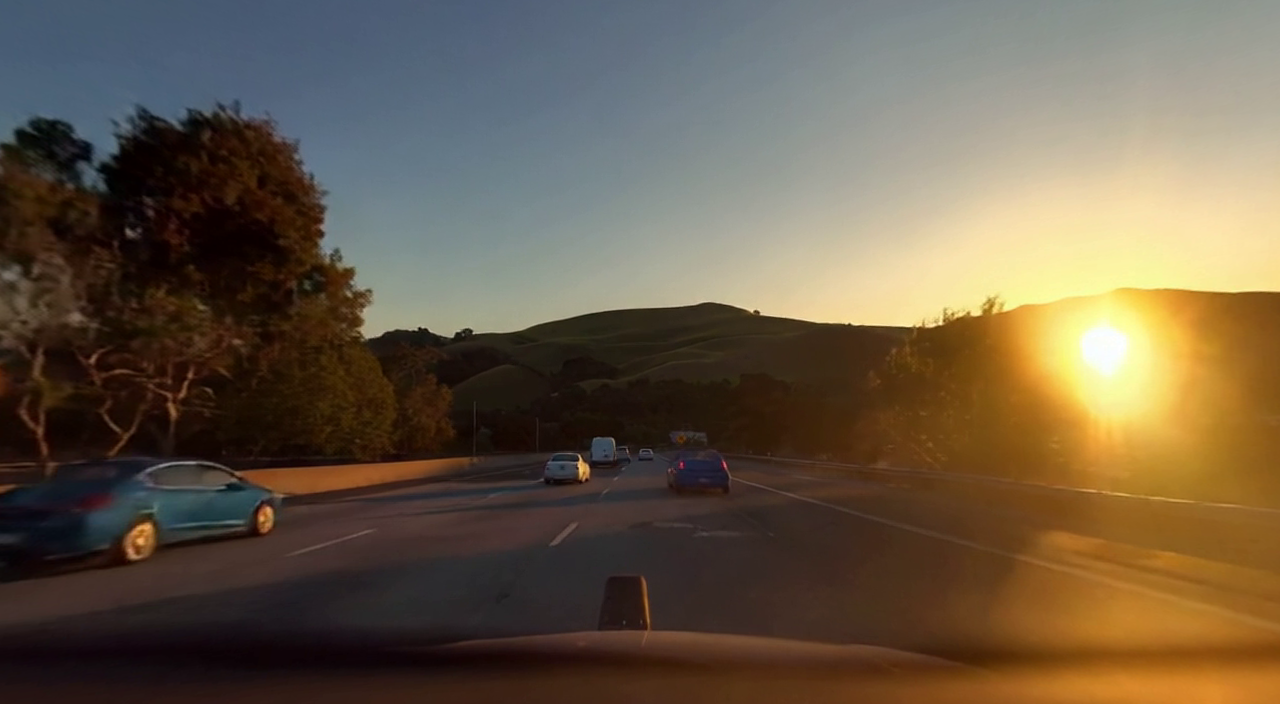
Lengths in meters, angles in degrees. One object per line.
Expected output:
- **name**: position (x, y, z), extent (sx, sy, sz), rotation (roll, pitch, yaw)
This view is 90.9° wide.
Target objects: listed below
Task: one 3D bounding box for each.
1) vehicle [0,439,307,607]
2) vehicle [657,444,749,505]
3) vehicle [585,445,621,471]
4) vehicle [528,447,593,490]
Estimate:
- **vehicle**: position (-6.633, 1.920, 8.170), extent (2.012, 1.504, 4.729), rotation (0, -8, 1)
- **vehicle**: position (1.627, 3.379, 17.931), extent (2.050, 1.491, 4.362), rotation (0, -8, -2)
- **vehicle**: position (-2.463, 7.123, 42.675), extent (2.270, 1.660, 4.101), rotation (0, -8, -1)
- **vehicle**: position (-3.004, 4.501, 24.688), extent (1.990, 1.501, 4.250), rotation (0, -8, 0)
